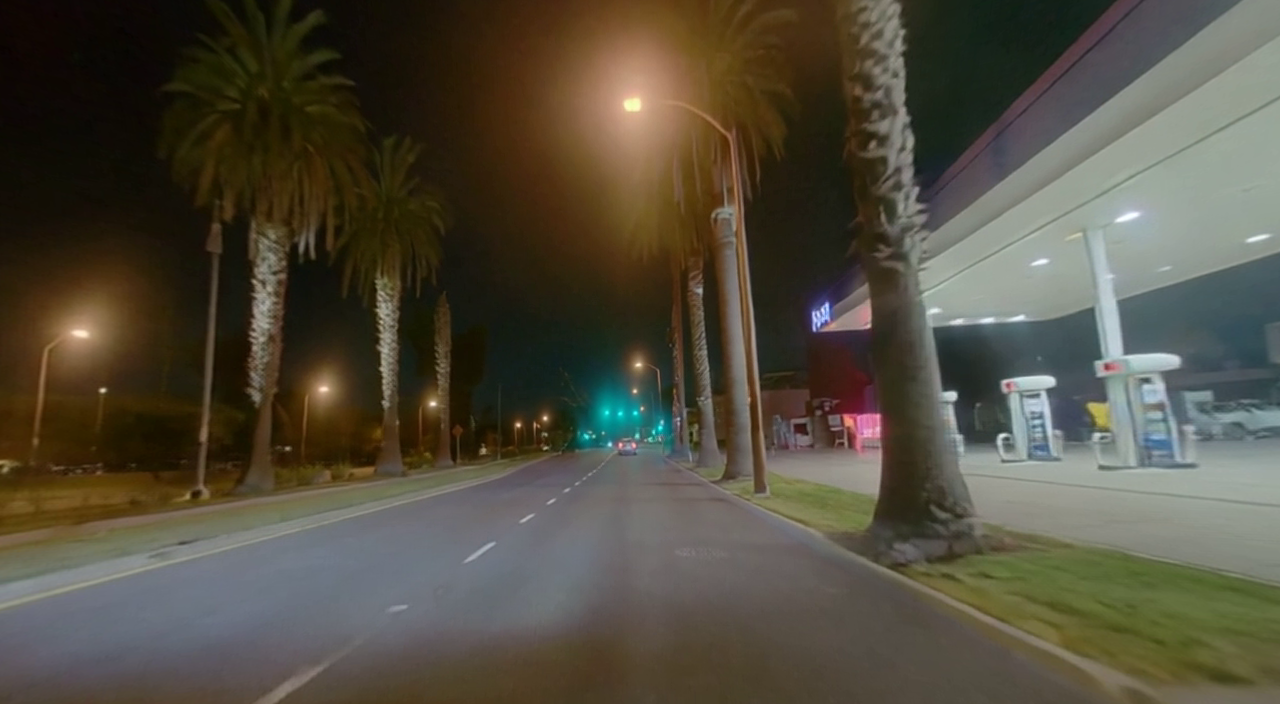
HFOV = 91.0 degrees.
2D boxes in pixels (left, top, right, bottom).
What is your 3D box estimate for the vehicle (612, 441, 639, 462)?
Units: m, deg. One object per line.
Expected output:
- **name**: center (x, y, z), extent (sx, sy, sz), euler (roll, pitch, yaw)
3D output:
- **vehicle**: center (-1.121, 7.818, 49.625), extent (2.050, 1.509, 4.148), euler (0, -8, -1)
